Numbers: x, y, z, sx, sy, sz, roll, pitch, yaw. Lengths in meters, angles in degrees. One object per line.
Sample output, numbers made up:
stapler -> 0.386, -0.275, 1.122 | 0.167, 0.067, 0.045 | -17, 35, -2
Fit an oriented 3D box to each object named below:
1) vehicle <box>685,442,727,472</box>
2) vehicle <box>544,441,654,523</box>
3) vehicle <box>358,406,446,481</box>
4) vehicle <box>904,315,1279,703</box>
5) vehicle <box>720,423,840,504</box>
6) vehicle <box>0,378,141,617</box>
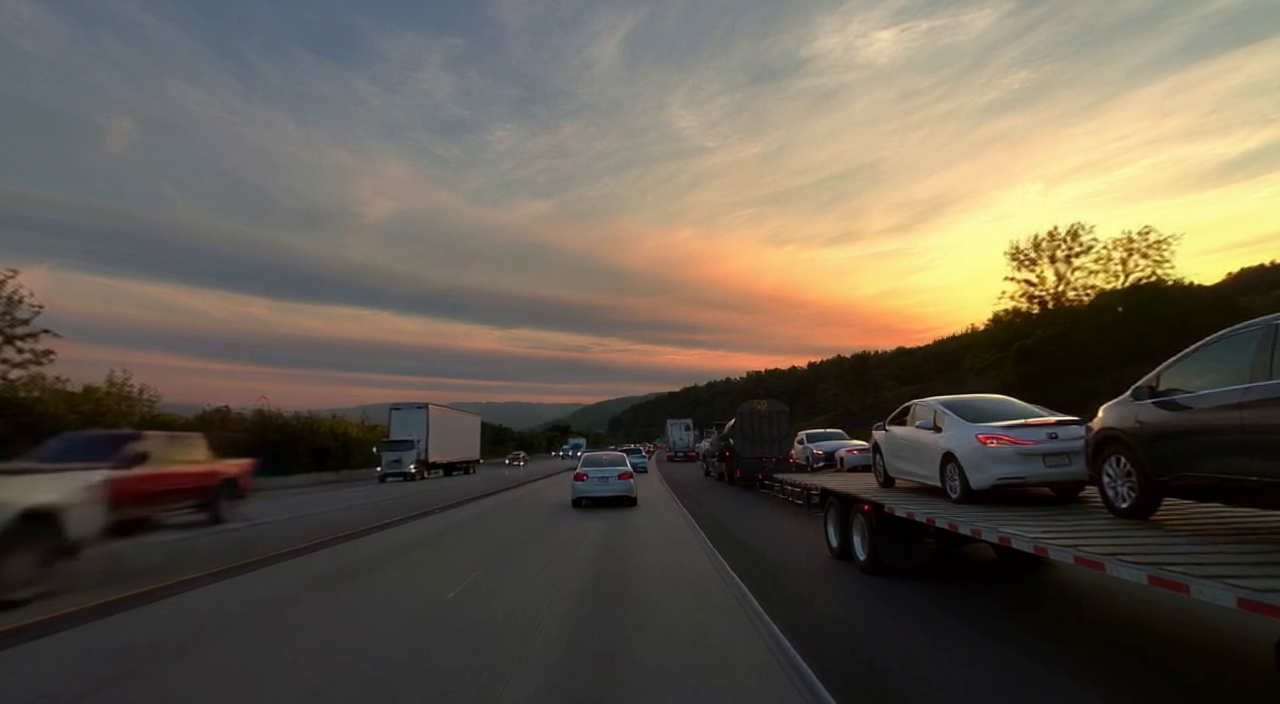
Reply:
vehicle -> 3.819, 6.124, 36.902 | 1.938, 1.660, 4.223 | 0, -9, -1
vehicle -> -0.719, 2.648, 13.315 | 1.991, 1.466, 3.675 | 0, -9, 1
vehicle -> -15.343, 5.983, 41.234 | 3.230, 4.500, 5.937 | 0, -9, 1
vehicle -> 3.485, 0.939, 3.634 | 1.959, 1.783, 4.407 | 0, -9, 0
vehicle -> 3.538, 2.941, 16.841 | 2.303, 1.889, 3.920 | 0, -9, 0
vehicle -> -8.322, 1.456, 5.938 | 2.385, 2.627, 5.771 | 0, -9, 0
